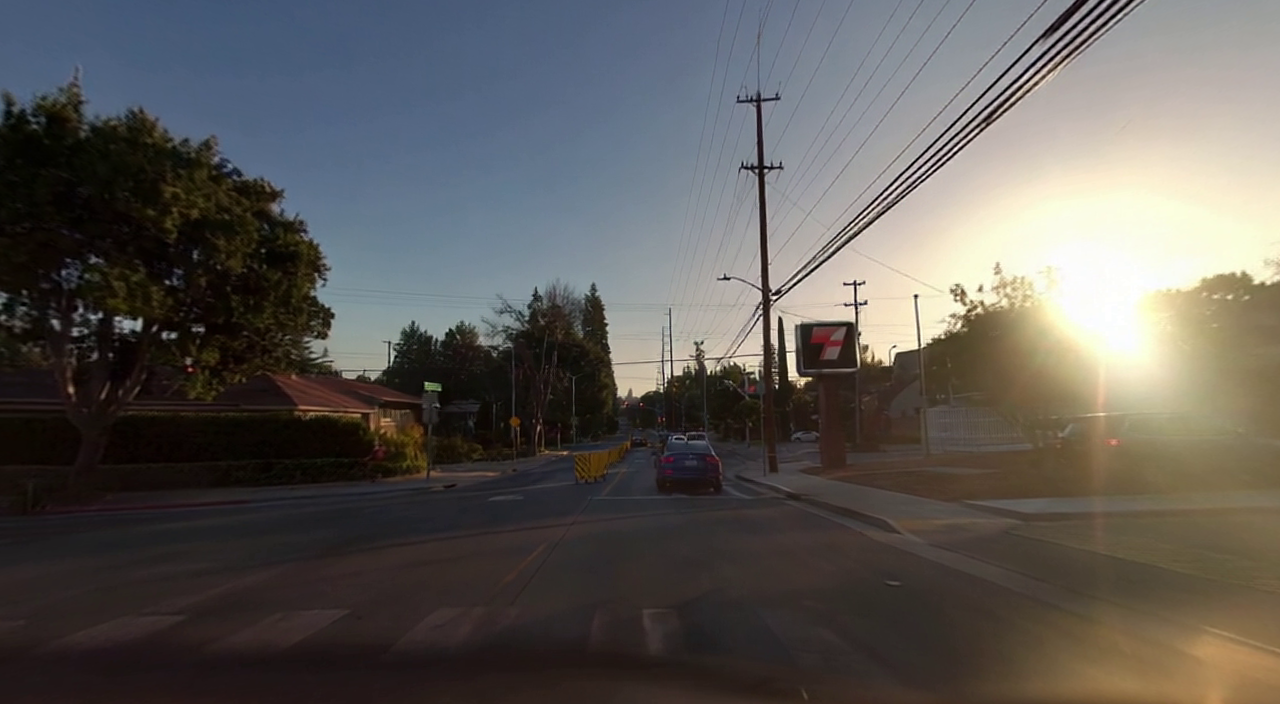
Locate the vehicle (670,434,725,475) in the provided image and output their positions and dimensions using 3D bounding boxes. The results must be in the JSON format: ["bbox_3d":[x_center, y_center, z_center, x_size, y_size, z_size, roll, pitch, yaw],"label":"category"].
[{"bbox_3d":[2.899,5.248,32.580,2.553,1.868,5.536,-1,-8,4],"label":"vehicle"}]

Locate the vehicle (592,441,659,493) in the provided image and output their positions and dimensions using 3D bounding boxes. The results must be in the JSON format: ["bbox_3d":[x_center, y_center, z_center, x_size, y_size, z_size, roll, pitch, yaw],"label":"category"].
[{"bbox_3d":[-0.533,3.513,19.702,1.874,1.427,3.976,0,-9,-4],"label":"vehicle"}]

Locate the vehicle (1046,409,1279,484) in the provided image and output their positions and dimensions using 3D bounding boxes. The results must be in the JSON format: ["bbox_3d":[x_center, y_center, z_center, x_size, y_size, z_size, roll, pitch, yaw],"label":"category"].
[{"bbox_3d":[13.352,2.418,16.118,4.518,1.764,2.014,-1,-9,2],"label":"vehicle"}]
